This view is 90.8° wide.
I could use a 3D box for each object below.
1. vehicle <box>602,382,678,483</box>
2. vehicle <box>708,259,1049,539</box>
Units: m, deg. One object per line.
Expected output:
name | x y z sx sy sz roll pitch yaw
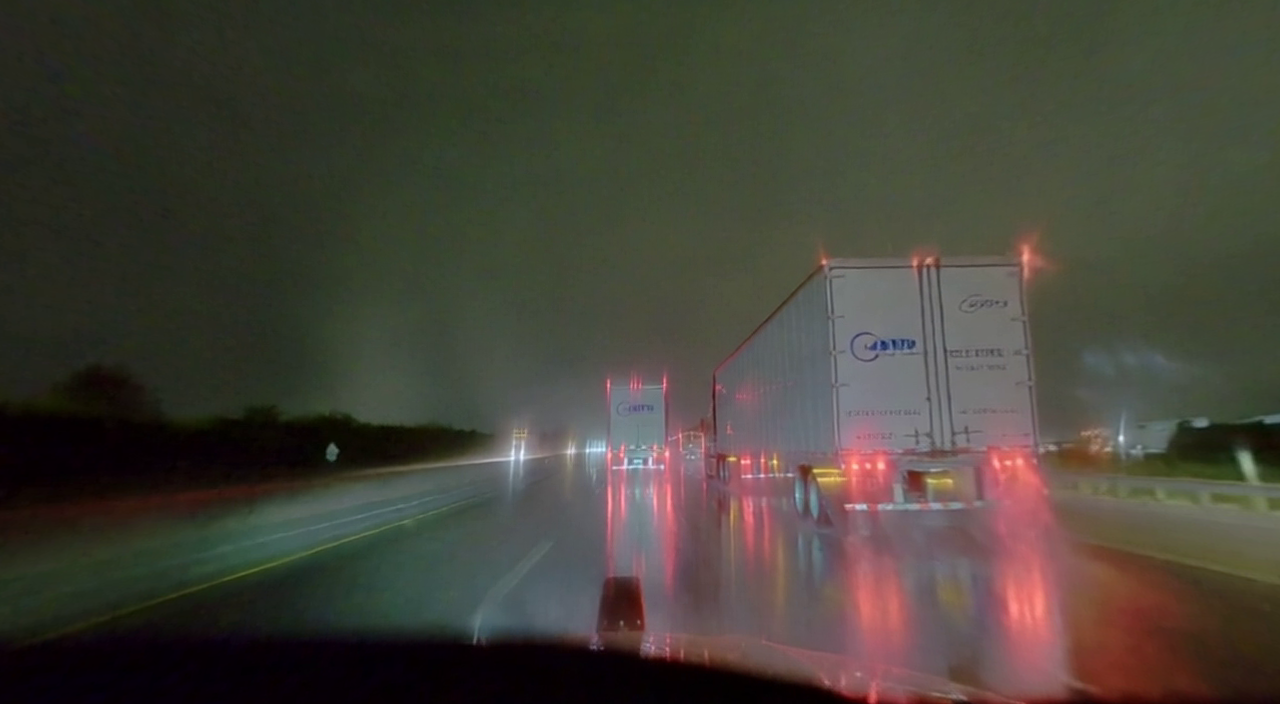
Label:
vehicle | 0.074 3.793 28.837 2.864 3.805 9.709 0 -9 1
vehicle | 4.213 1.724 16.467 3.044 4.128 14.482 0 -9 -1
